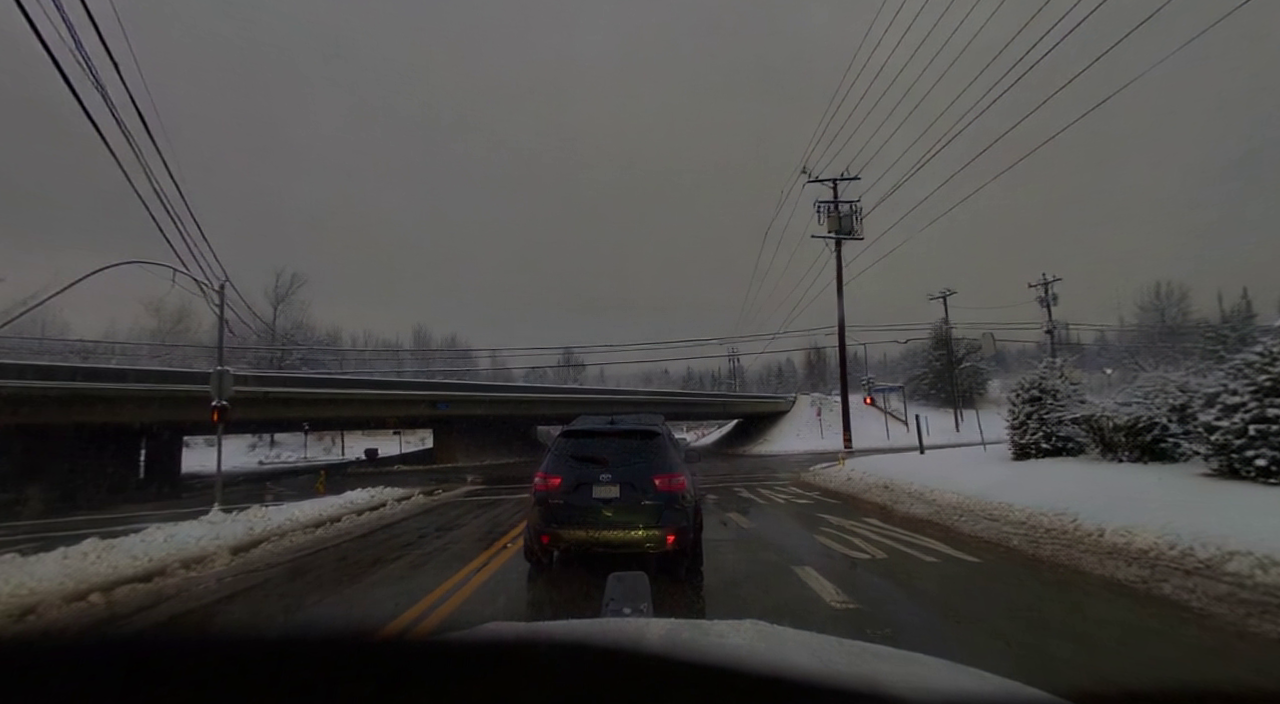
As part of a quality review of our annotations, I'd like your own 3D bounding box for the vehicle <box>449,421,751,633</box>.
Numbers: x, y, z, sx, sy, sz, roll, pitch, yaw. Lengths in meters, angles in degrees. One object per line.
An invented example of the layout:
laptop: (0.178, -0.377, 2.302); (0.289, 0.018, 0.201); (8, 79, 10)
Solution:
vehicle: (-0.241, 1.526, 6.463); (2.090, 1.458, 4.033); (-1, -9, 1)
